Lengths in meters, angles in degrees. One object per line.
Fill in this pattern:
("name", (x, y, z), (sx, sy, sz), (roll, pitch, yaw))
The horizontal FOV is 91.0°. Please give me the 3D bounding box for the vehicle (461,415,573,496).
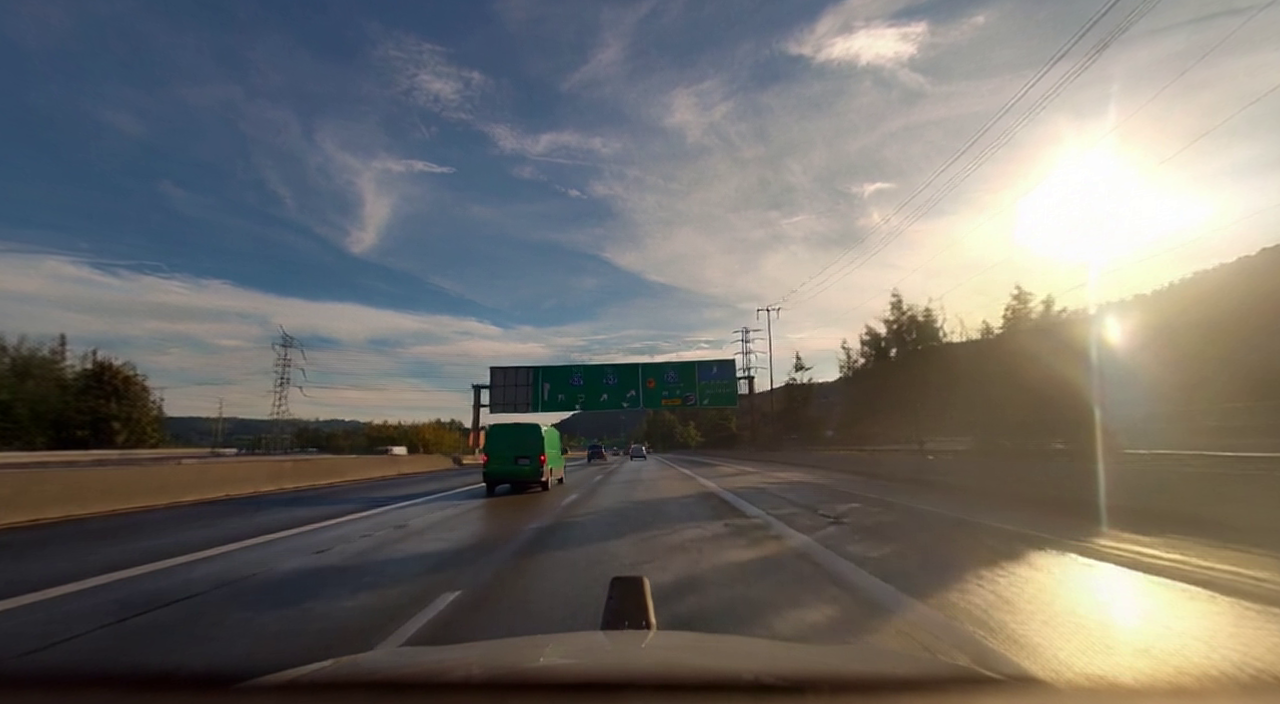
("vehicle", (-3.369, 2.953, 18.311), (2.281, 2.025, 4.586), (0, -8, 0))
